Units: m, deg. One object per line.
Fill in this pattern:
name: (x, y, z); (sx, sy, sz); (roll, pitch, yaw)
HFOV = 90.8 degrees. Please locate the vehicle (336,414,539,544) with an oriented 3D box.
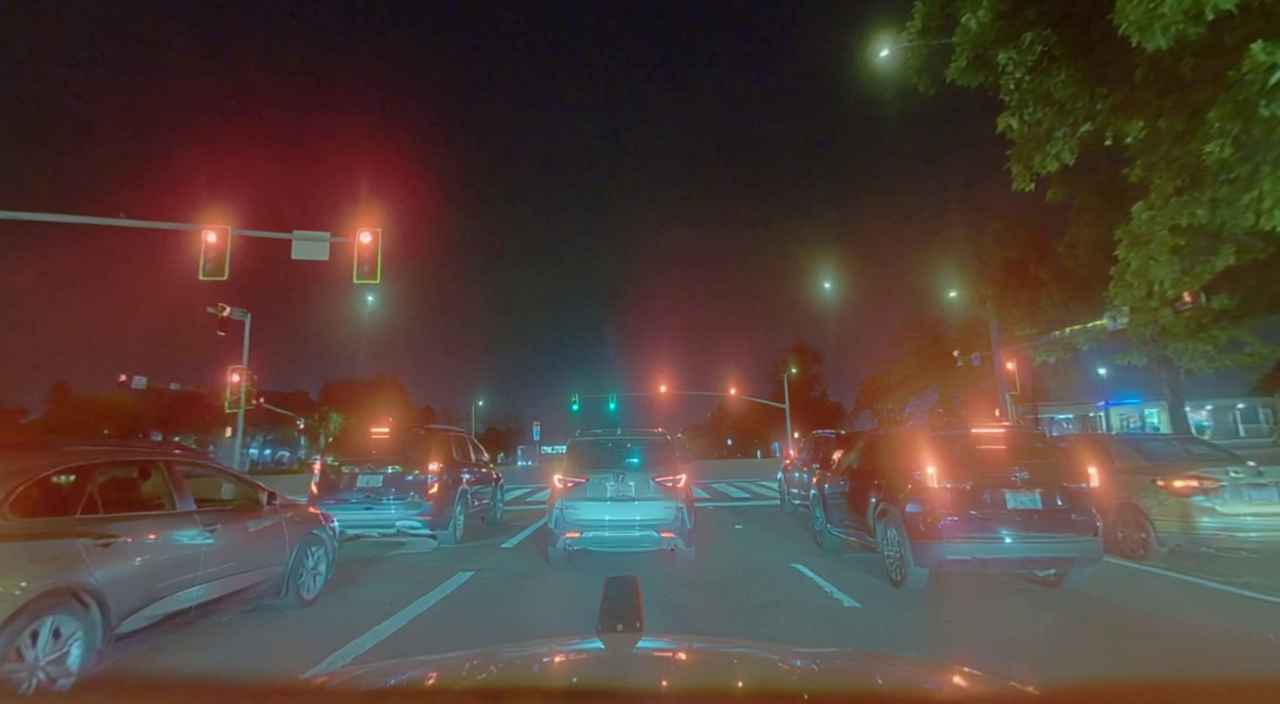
vehicle: (-3.207, 2.117, 11.163); (2.048, 1.805, 4.405); (0, -8, 1)

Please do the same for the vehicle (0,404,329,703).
vehicle: (-3.340, 0.950, 2.372); (1.863, 1.495, 4.667); (0, -8, 2)

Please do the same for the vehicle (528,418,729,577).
vehicle: (-0.089, 1.804, 8.557); (2.106, 1.655, 3.717); (0, -8, 1)

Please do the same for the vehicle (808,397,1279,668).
vehicle: (3.249, 1.443, 6.198); (2.006, 1.659, 4.462); (0, -8, 1)
